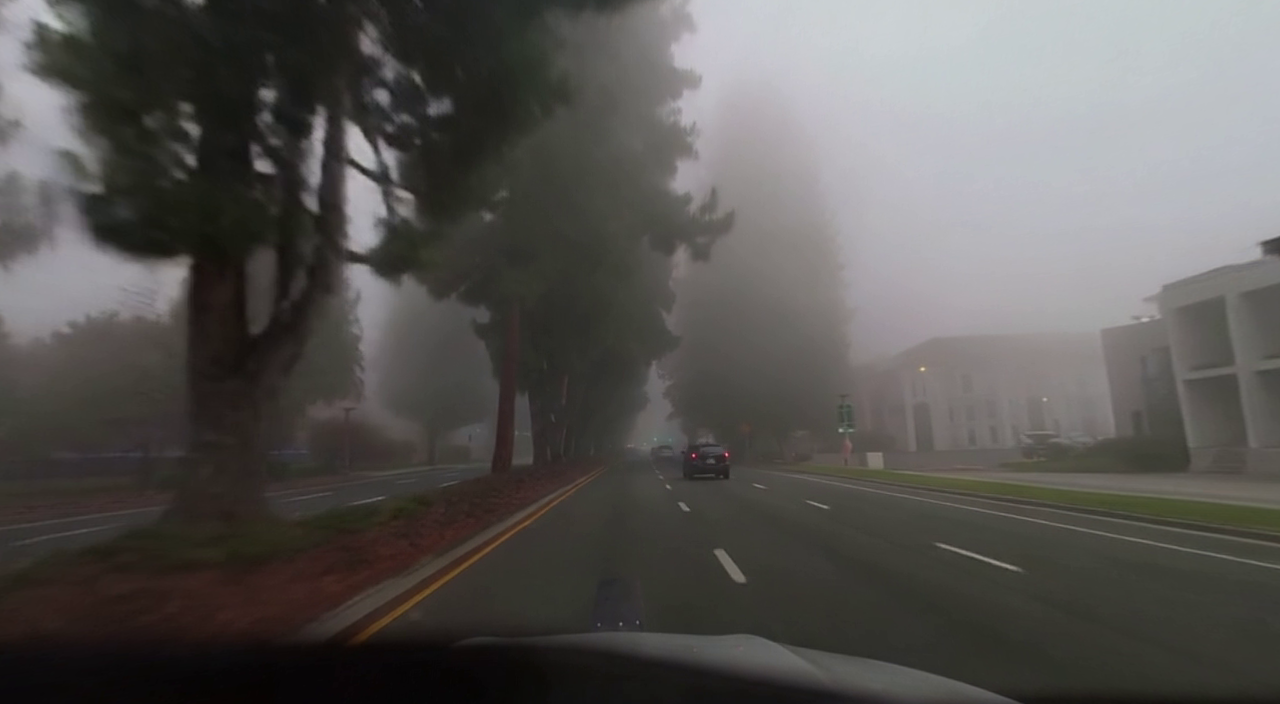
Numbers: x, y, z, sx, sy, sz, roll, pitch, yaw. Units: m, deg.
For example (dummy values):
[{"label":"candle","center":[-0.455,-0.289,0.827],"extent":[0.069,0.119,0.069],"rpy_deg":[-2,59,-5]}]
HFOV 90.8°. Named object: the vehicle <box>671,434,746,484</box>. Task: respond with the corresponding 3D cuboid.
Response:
[{"label":"vehicle","center":[2.523,4.097,24.502],"extent":[2.240,1.740,4.605],"rpy_deg":[0,-8,-2]}]
